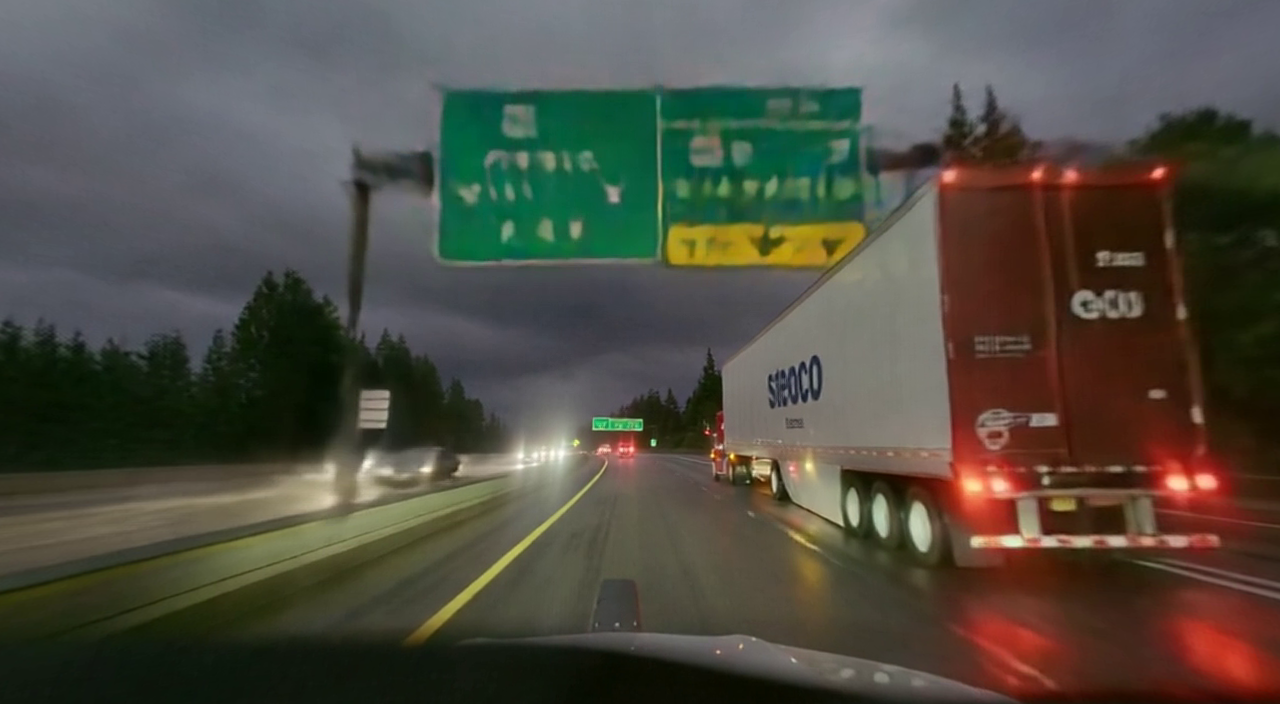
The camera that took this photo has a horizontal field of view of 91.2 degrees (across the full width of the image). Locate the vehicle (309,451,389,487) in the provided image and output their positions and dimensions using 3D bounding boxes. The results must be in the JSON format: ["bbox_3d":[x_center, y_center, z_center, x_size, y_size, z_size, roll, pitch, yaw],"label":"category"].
[{"bbox_3d":[-13.208,5.299,28.690,1.829,1.502,3.893,0,-9,-1],"label":"vehicle"}]

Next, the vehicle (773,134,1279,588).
[{"bbox_3d":[4.432,0.604,9.556,2.892,3.928,8.380,-1,-9,0],"label":"vehicle"}]

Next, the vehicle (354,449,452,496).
[{"bbox_3d":[-8.585,4.358,23.162,1.950,1.515,4.401,0,-9,-1],"label":"vehicle"}]
